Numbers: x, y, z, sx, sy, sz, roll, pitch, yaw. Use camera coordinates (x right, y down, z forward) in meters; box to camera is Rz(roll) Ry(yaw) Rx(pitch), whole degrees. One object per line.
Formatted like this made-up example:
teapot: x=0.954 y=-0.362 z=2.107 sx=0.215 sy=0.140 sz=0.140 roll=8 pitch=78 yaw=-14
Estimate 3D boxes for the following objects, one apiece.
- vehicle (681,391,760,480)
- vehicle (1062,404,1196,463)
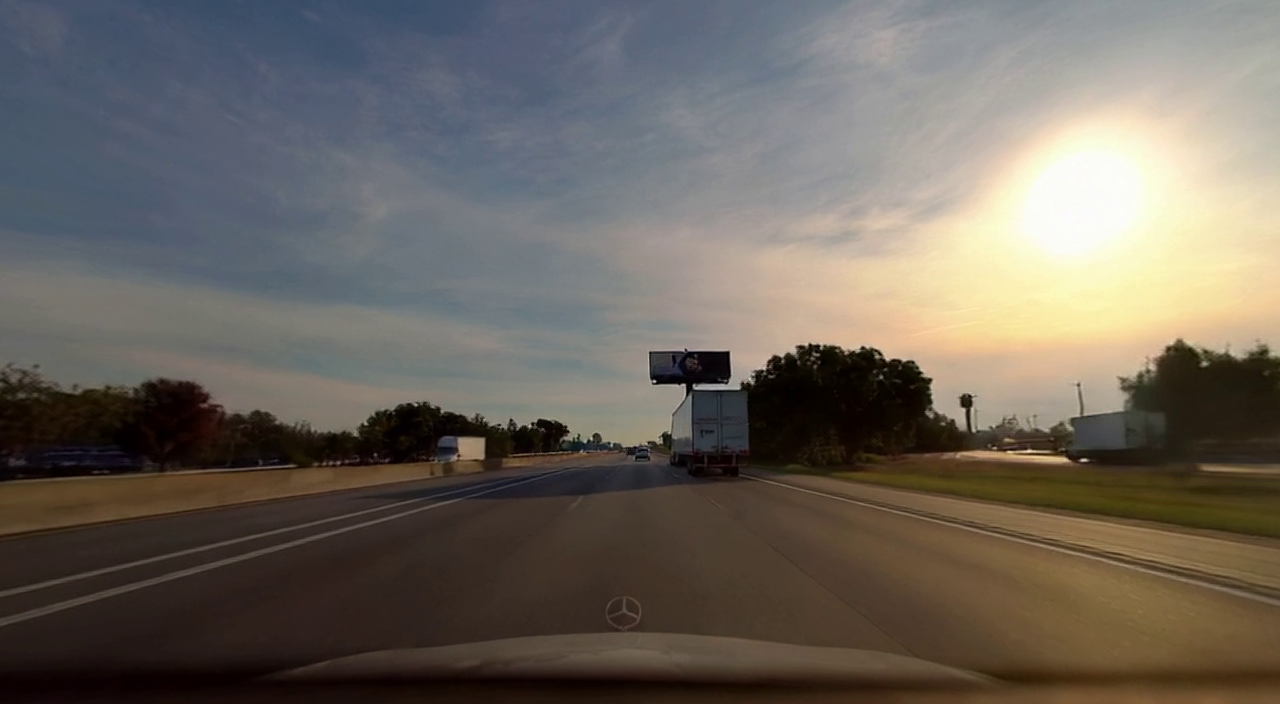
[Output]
vehicle: x=4.317 y=5.003 z=37.048 sx=3.058 sy=4.312 sz=12.251 roll=0 pitch=-9 yaw=0
vehicle: x=37.770 y=6.579 z=49.586 sx=3.058 sy=4.007 sz=11.965 roll=-2 pitch=-9 yaw=11
